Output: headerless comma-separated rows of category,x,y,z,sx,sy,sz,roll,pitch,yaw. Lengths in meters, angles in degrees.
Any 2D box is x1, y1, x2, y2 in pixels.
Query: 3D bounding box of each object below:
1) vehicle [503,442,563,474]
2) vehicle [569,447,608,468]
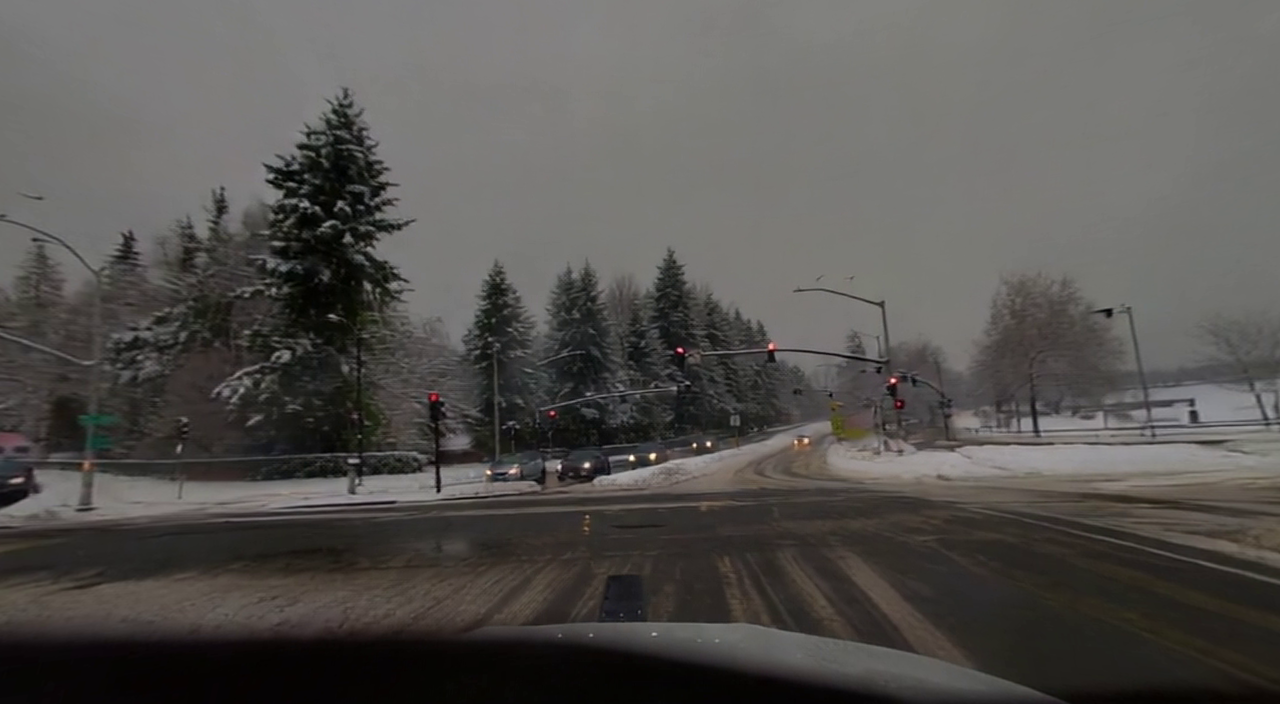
vehicle,-7.332,7.352,44.161,2.557,2.015,5.959,-1,-9,7
vehicle,-3.608,7.500,45.018,2.049,1.439,4.103,-1,-9,5
